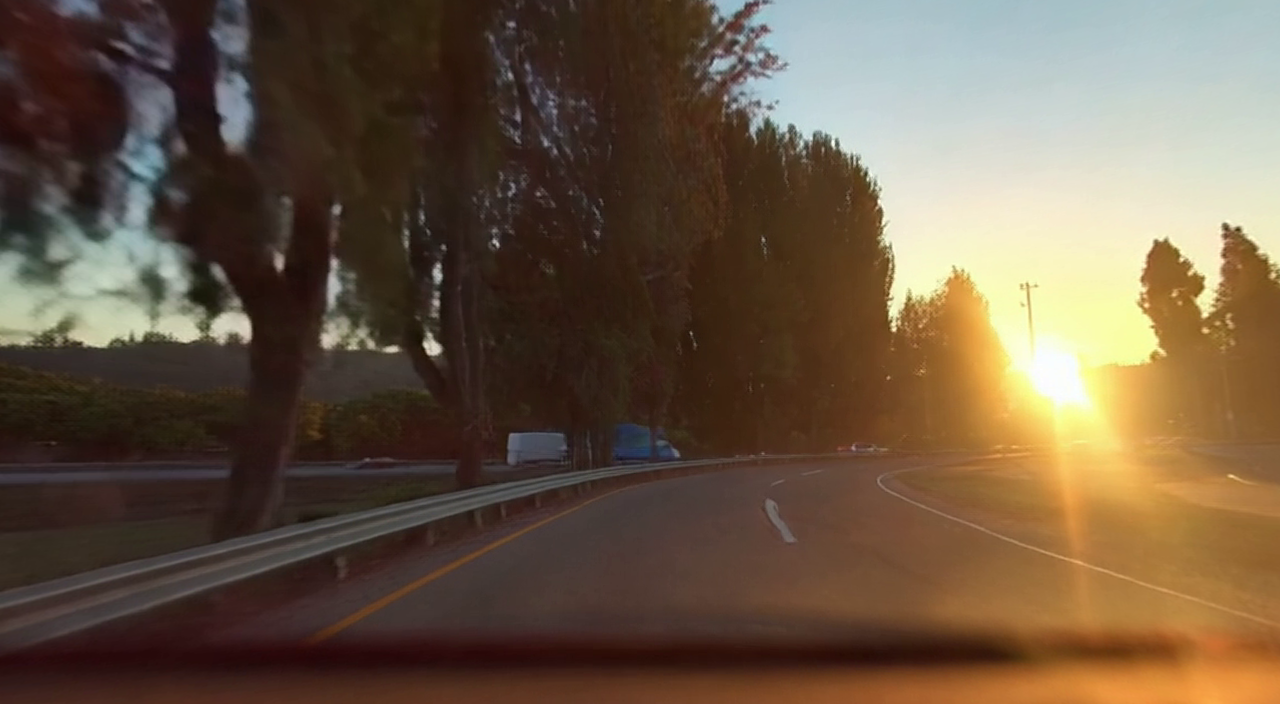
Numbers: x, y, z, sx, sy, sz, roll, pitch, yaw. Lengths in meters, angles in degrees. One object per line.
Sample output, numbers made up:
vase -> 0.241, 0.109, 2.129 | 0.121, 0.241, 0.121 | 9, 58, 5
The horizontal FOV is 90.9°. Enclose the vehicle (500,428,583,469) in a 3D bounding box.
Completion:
vehicle -> -6.357, 6.195, 40.717 | 4.784, 2.535, 2.203 | 4, -9, -26

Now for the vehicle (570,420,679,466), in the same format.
vehicle -> -0.999, 6.271, 43.362 | 7.155, 2.942, 2.420 | 4, -9, -26
